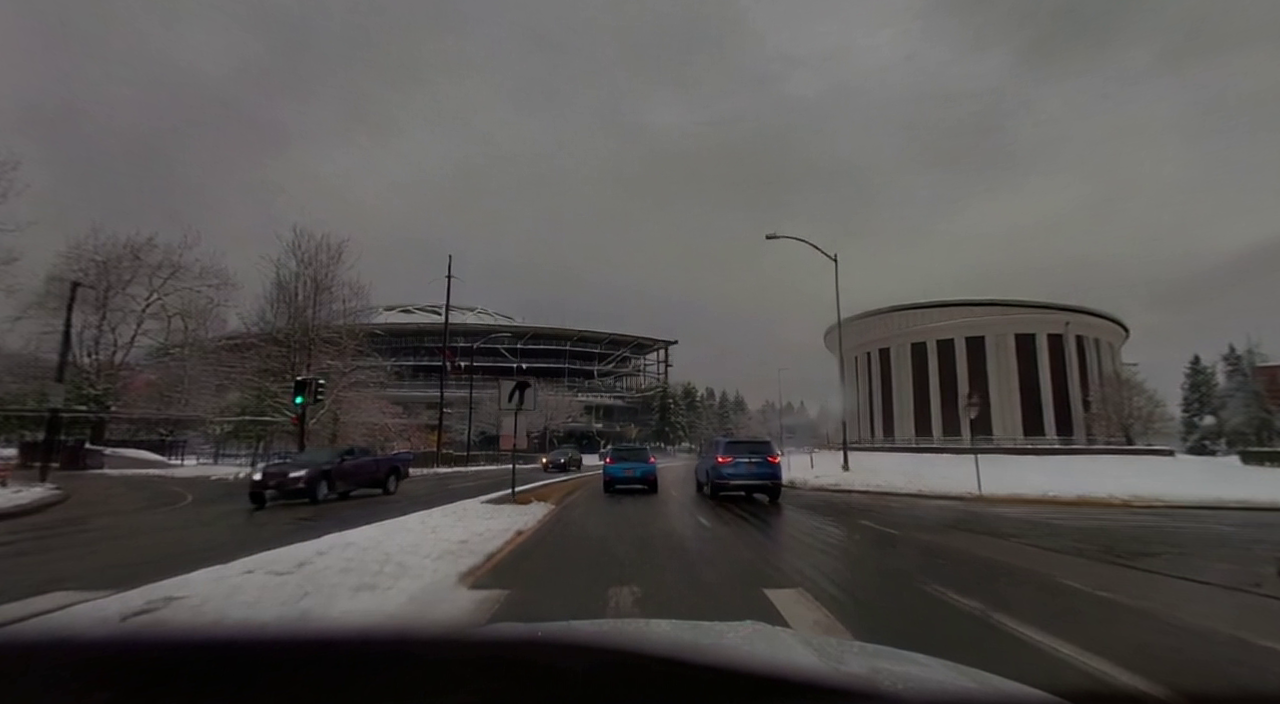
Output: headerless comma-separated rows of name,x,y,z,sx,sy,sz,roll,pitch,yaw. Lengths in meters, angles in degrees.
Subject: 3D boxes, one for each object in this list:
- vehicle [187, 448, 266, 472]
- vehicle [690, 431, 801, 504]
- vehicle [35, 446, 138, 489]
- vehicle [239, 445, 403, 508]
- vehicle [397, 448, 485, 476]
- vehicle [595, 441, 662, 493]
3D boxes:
vehicle,-31.899,8.304,48.780,1.951,1.743,4.619,-5,-10,26
vehicle,2.792,3.217,18.069,2.320,1.772,4.872,0,-9,0
vehicle,-22.123,4.520,25.136,4.653,1.459,2.228,-6,-10,39
vehicle,-8.778,3.443,17.996,2.121,1.513,4.827,0,-9,1
vehicle,-11.366,6.270,36.146,2.012,1.490,4.351,-9,-12,44
vehicle,-0.378,3.982,22.205,2.132,1.632,3.889,0,-9,0
